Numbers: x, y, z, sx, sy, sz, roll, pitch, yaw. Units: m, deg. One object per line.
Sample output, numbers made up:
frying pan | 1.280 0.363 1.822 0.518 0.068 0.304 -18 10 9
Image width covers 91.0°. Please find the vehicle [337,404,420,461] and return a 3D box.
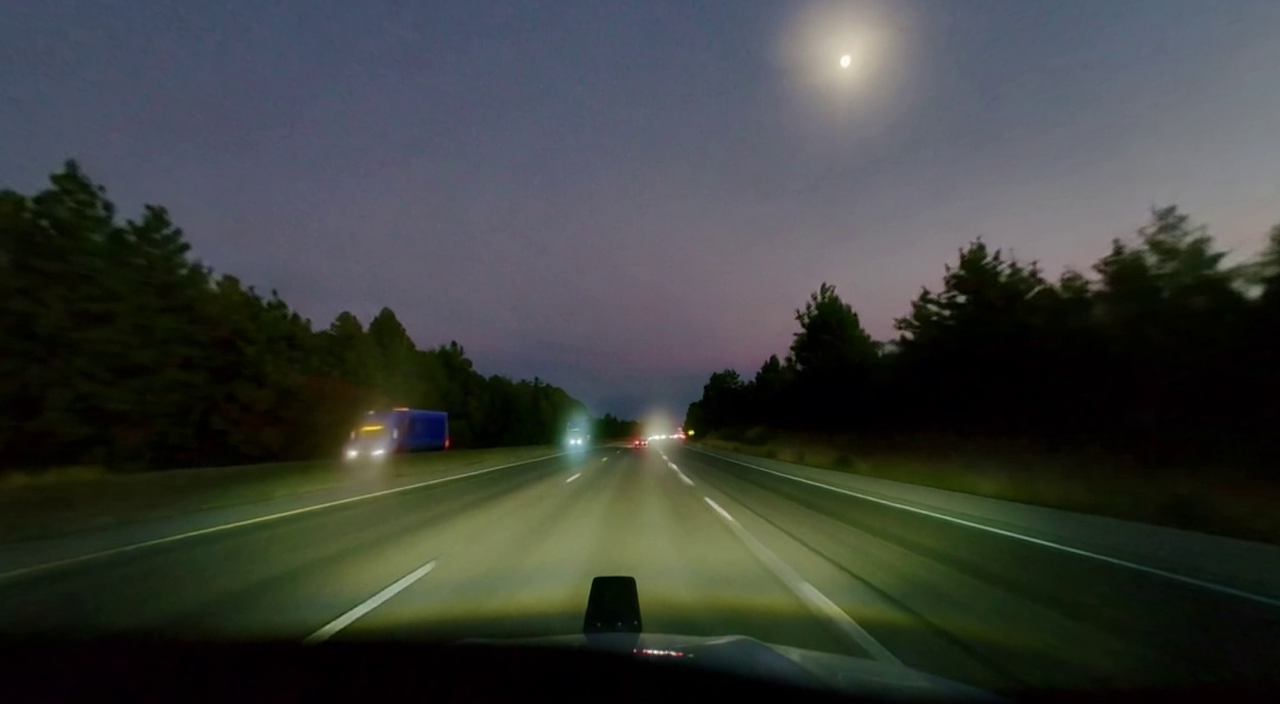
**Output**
vehicle | -17.636 5.524 42.952 3.010 3.617 5.816 0 -8 1
